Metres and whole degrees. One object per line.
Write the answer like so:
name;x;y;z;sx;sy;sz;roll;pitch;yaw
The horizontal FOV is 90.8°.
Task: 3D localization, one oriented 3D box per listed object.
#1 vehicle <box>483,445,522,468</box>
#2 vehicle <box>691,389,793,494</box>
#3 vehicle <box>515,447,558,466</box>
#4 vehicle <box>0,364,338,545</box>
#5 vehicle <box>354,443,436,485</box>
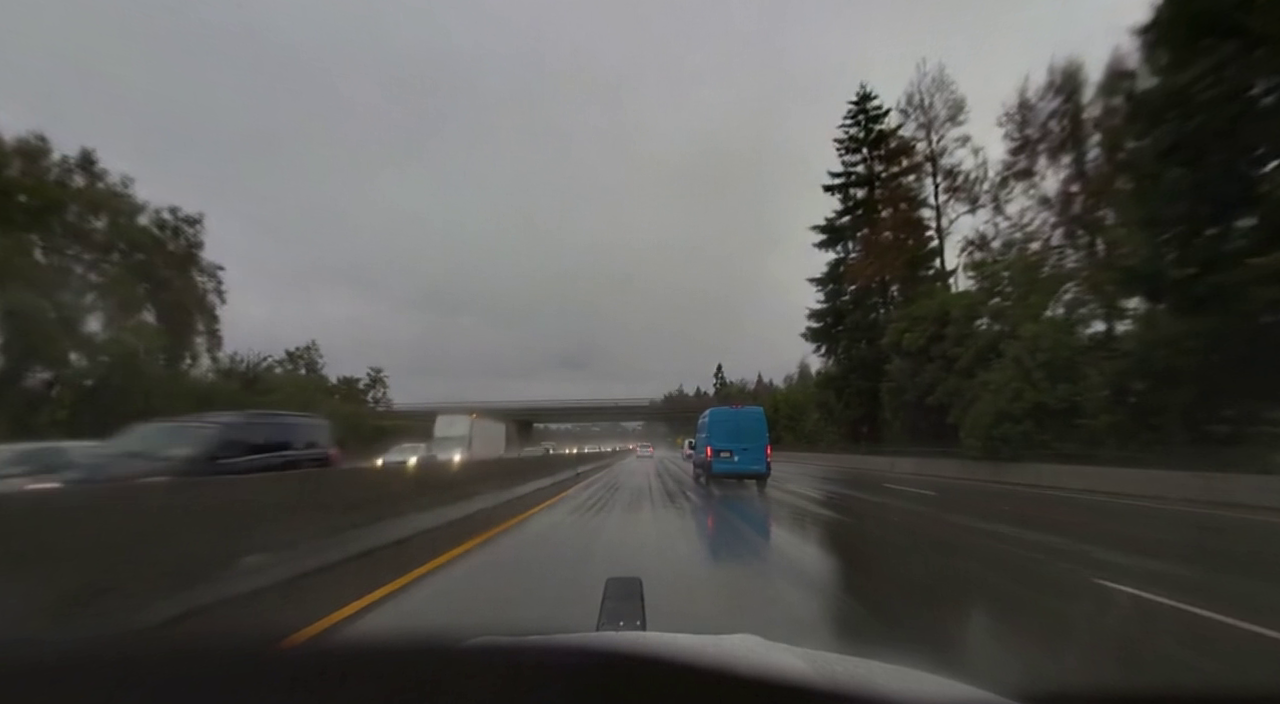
vehicle;-10.826;8.256;49.908;1.989;1.766;4.195;0;-9;2
vehicle;3.374;3.241;22.682;2.460;3.155;6.902;0;-9;0
vehicle;-7.161;7.274;44.173;2.186;1.241;4.084;0;-9;2
vehicle;-7.656;1.624;10.246;2.237;2.014;6.330;0;-9;1
vehicle;-11.251;5.151;29.358;1.897;1.796;4.505;0;-9;2
